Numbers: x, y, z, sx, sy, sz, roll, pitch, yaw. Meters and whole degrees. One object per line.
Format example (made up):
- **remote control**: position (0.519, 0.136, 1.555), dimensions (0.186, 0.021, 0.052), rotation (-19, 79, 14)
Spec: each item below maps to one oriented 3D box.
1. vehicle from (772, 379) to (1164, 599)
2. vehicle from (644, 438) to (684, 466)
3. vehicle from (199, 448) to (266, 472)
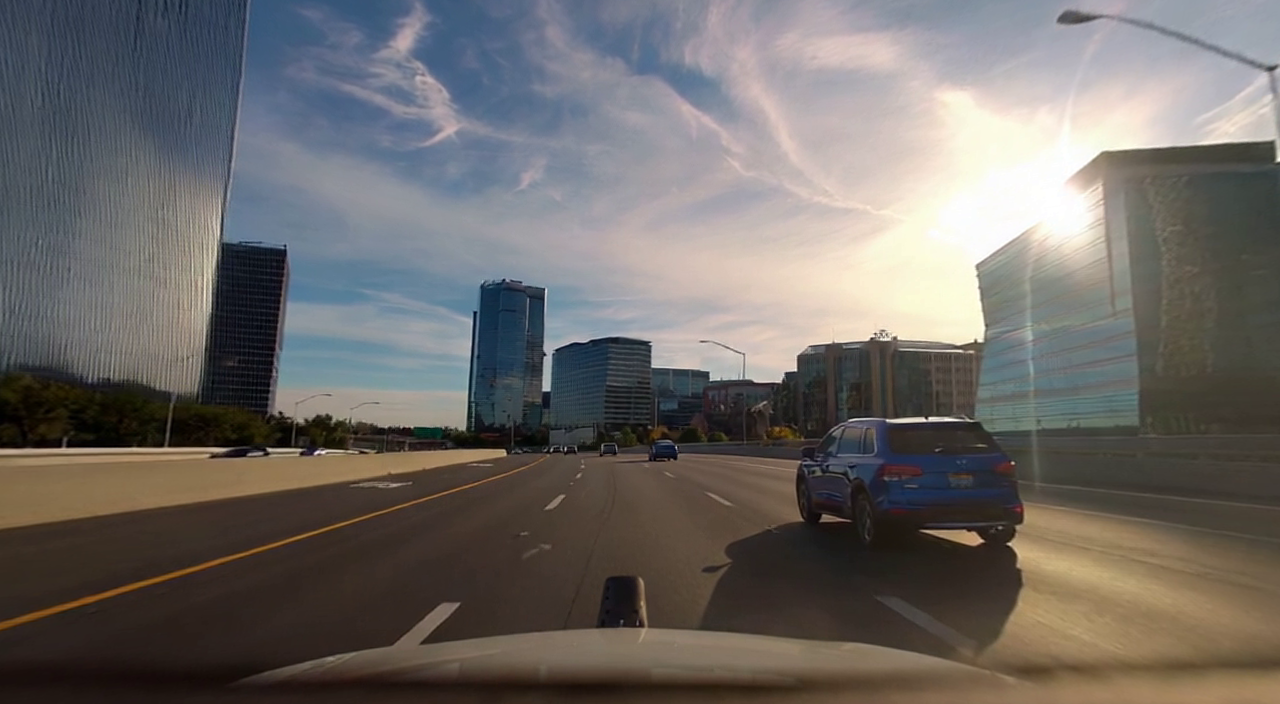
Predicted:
- **vehicle**: position (3.231, 1.457, 7.577), dimensions (2.182, 1.826, 4.392), rotation (0, -8, -2)
- **vehicle**: position (1.608, 6.861, 43.586), dimensions (2.110, 1.780, 4.682), rotation (0, -8, -6)
- **vehicle**: position (-27.130, 7.178, 42.232), dimensions (1.829, 1.471, 4.476), rotation (0, -8, -5)
